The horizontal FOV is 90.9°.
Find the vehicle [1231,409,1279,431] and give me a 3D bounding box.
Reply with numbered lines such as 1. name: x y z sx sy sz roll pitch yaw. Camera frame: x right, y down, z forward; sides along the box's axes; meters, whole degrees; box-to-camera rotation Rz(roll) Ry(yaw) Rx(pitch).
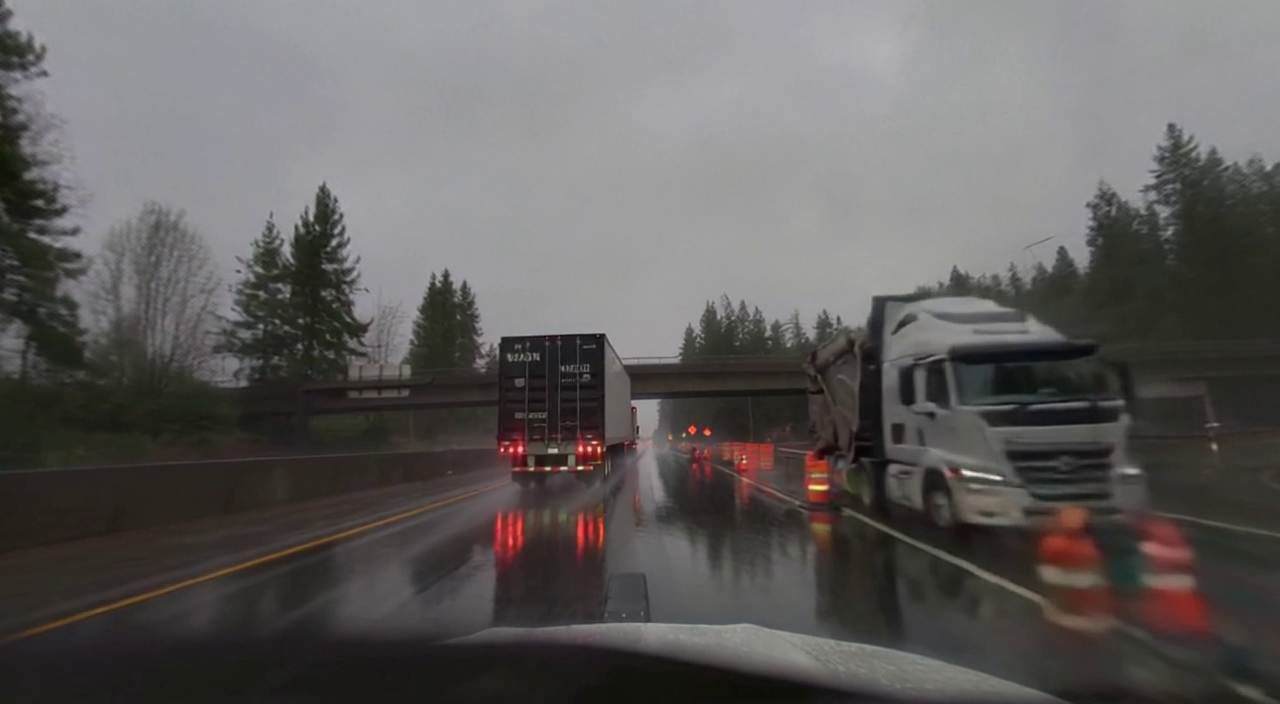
1. vehicle: 45.878 5.074 46.858 4.509 1.491 1.947 6 -10 -37

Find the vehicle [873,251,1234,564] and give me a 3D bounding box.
1. vehicle: 5.263 0.808 8.859 2.928 3.571 3.032 -1 -8 6

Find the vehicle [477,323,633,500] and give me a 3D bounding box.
1. vehicle: -2.008 2.509 22.579 2.873 4.060 16.327 0 -8 2
